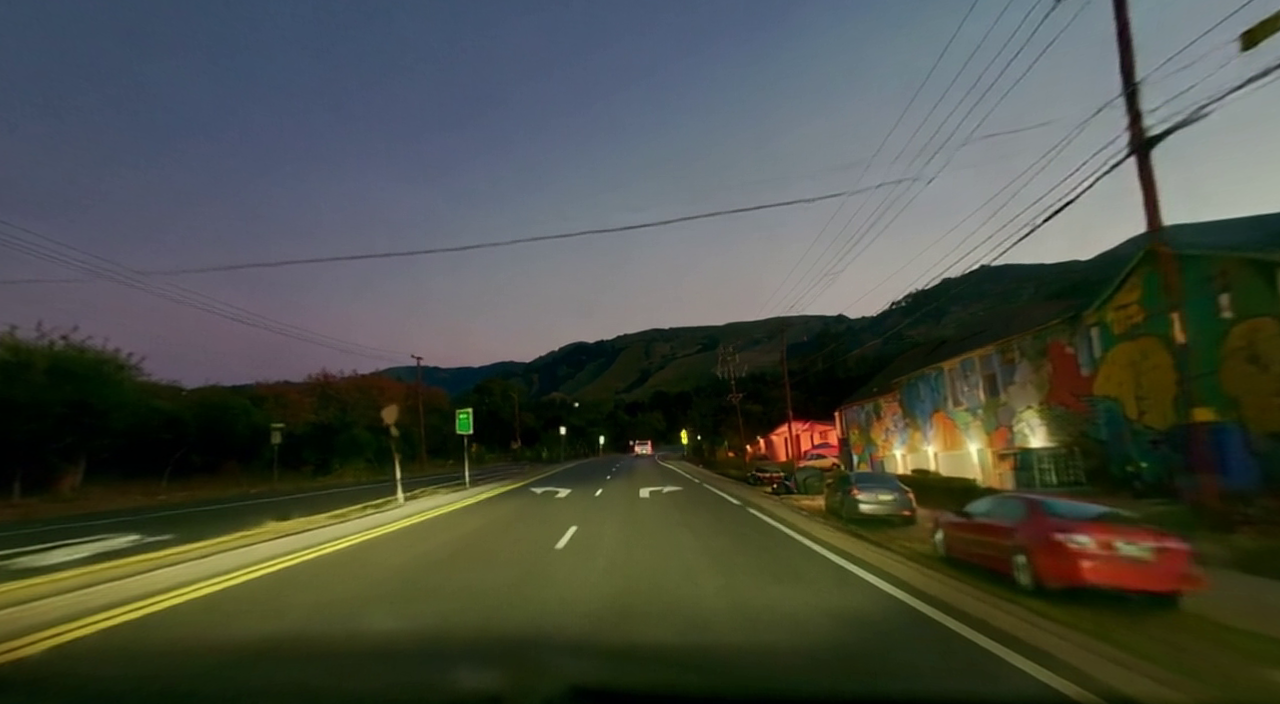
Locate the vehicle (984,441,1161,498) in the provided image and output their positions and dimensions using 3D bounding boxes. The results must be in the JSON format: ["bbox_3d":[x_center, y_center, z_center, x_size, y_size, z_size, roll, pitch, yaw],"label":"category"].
[{"bbox_3d":[15.263,4.148,22.500,4.798,1.934,1.908,0,-8,0],"label":"vehicle"}]

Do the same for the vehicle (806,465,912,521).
[{"bbox_3d":[6.901,4.463,20.418,1.838,1.475,4.152,0,-9,-2],"label":"vehicle"}]

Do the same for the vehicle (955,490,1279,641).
[{"bbox_3d":[6.673,2.959,9.514,1.781,1.432,4.169,0,-9,2],"label":"vehicle"}]

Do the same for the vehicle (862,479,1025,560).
[{"bbox_3d":[6.883,3.818,14.881,1.797,1.401,4.088,0,-8,0],"label":"vehicle"}]
